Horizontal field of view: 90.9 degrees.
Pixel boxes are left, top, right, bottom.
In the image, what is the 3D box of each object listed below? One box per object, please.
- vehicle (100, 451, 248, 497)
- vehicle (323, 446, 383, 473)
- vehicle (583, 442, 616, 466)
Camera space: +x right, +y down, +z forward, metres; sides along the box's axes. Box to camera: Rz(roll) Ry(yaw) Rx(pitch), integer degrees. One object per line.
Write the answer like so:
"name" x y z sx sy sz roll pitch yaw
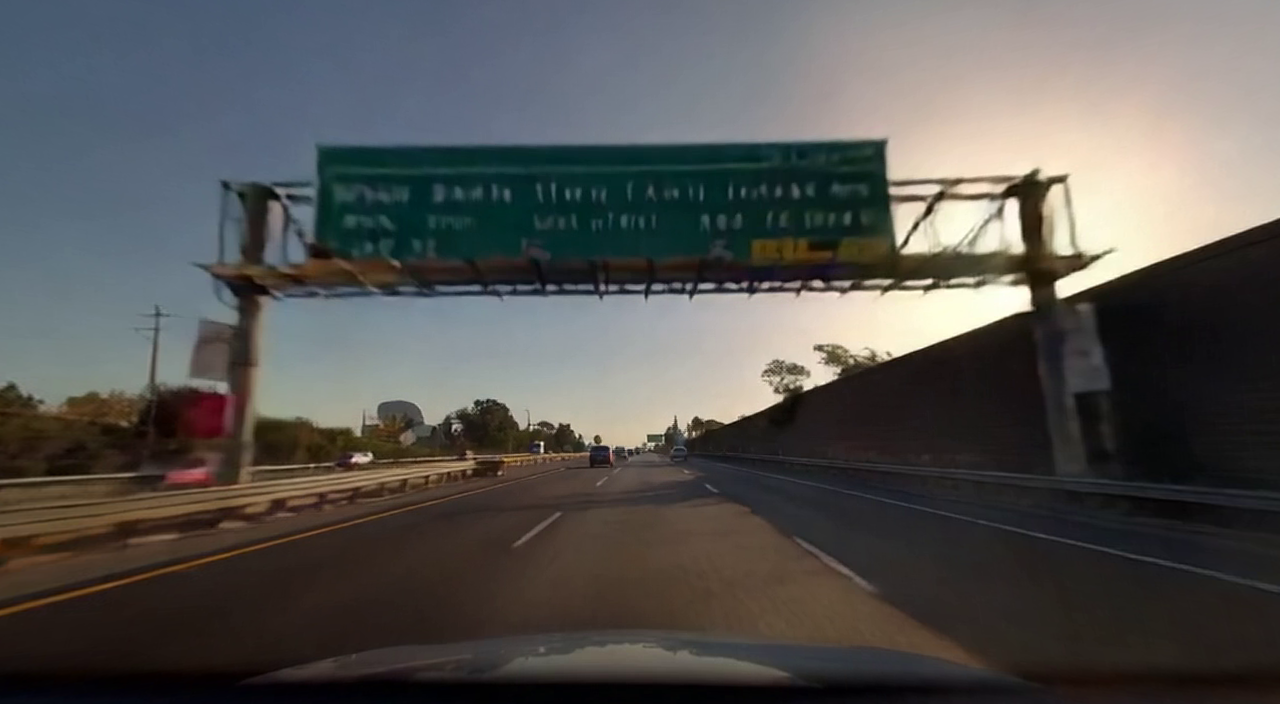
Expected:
"vehicle" -16.448 4.286 22.604 1.899 1.438 4.385 0 -8 1
"vehicle" -19.667 7.372 43.402 1.935 1.717 4.502 0 -8 0
"vehicle" -3.100 7.903 49.100 2.319 1.738 4.355 0 -8 0
